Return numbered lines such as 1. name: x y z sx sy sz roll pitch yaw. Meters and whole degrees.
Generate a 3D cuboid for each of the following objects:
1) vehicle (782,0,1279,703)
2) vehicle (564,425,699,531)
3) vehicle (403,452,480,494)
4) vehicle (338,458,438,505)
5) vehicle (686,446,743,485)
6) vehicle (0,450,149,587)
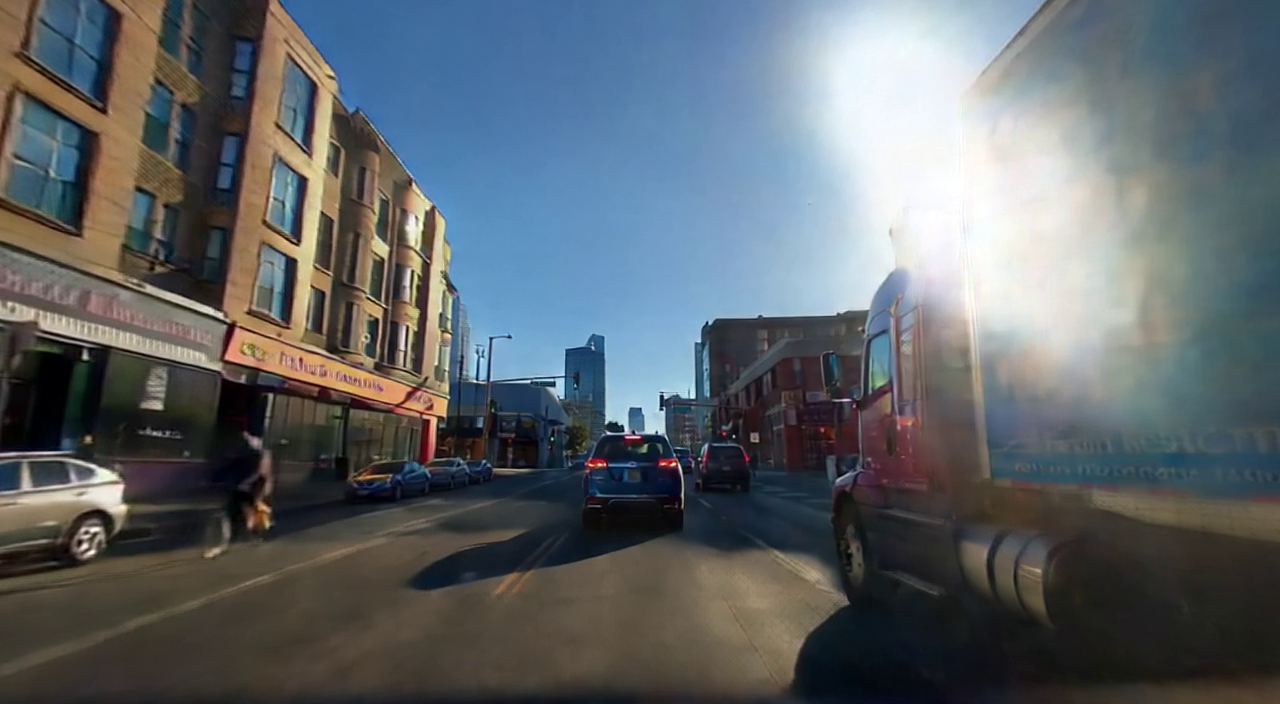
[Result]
1. vehicle: 3.055 -0.044 2.249 2.913 3.771 9.716 0 -9 1
2. vehicle: -0.147 2.499 13.110 2.283 1.783 4.548 0 -9 0
3. vehicle: -8.787 5.356 28.392 2.084 1.686 4.422 0 -9 -1
4. vehicle: -8.713 4.492 22.300 1.805 1.379 4.359 0 -9 -1
5. vehicle: 3.471 5.395 30.307 2.159 1.696 4.316 0 -9 0
6. vehicle: -8.847 2.085 7.888 1.896 1.652 4.269 0 -9 1
